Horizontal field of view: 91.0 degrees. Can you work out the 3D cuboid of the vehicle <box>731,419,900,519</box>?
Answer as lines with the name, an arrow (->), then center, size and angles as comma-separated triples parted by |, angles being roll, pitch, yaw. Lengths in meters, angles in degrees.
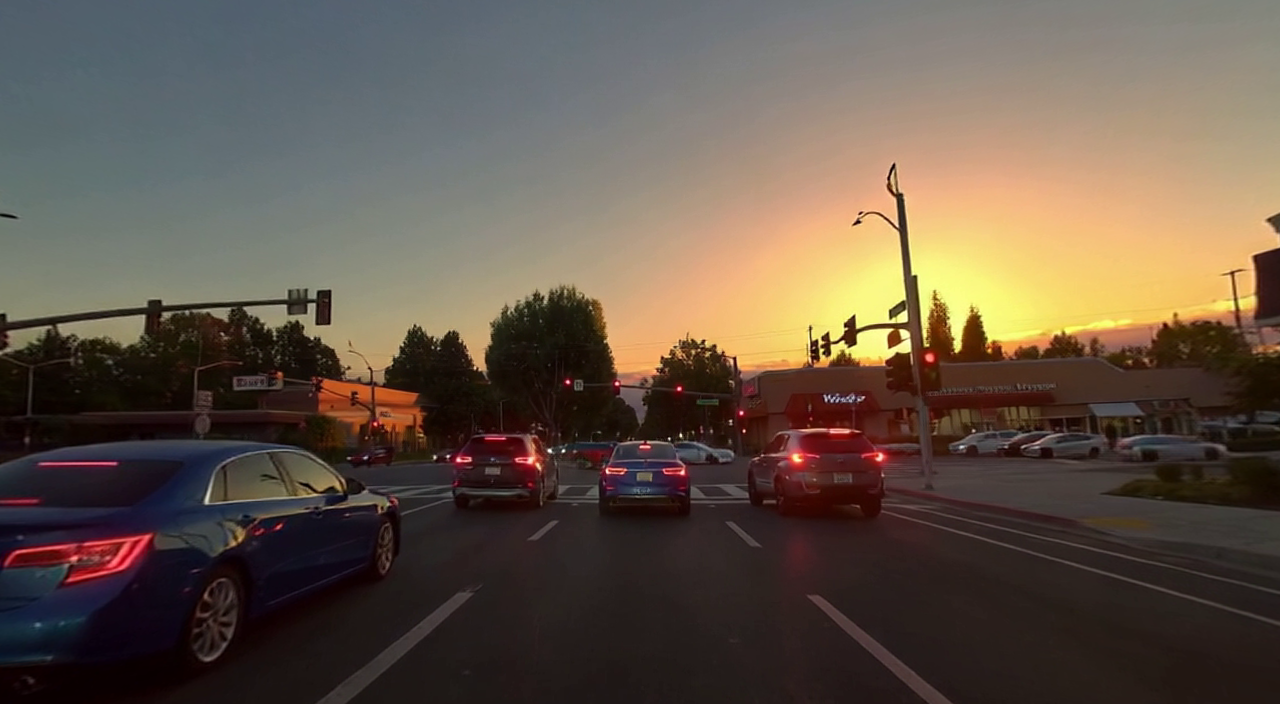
vehicle -> 3.311, 2.331, 12.962 | 2.076, 1.691, 4.402 | 0, -9, -2

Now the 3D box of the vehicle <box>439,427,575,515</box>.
vehicle -> -2.824, 2.653, 14.432 | 2.072, 1.694, 4.070 | -1, -9, 2

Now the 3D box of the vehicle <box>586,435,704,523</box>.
vehicle -> 0.126, 2.503, 12.909 | 2.032, 1.499, 3.994 | 0, -9, 1

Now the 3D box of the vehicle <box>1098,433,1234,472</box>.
vehicle -> 21.795, 4.178, 26.251 | 3.822, 1.514, 1.905 | -1, -9, 8

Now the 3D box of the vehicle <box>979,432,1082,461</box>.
vehicle -> 23.313, 5.669, 37.752 | 4.781, 1.700, 1.986 | 0, -9, 1

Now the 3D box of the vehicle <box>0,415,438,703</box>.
vehicle -> -3.334, 1.348, 4.908 | 2.014, 1.472, 4.357 | 0, -9, 1
